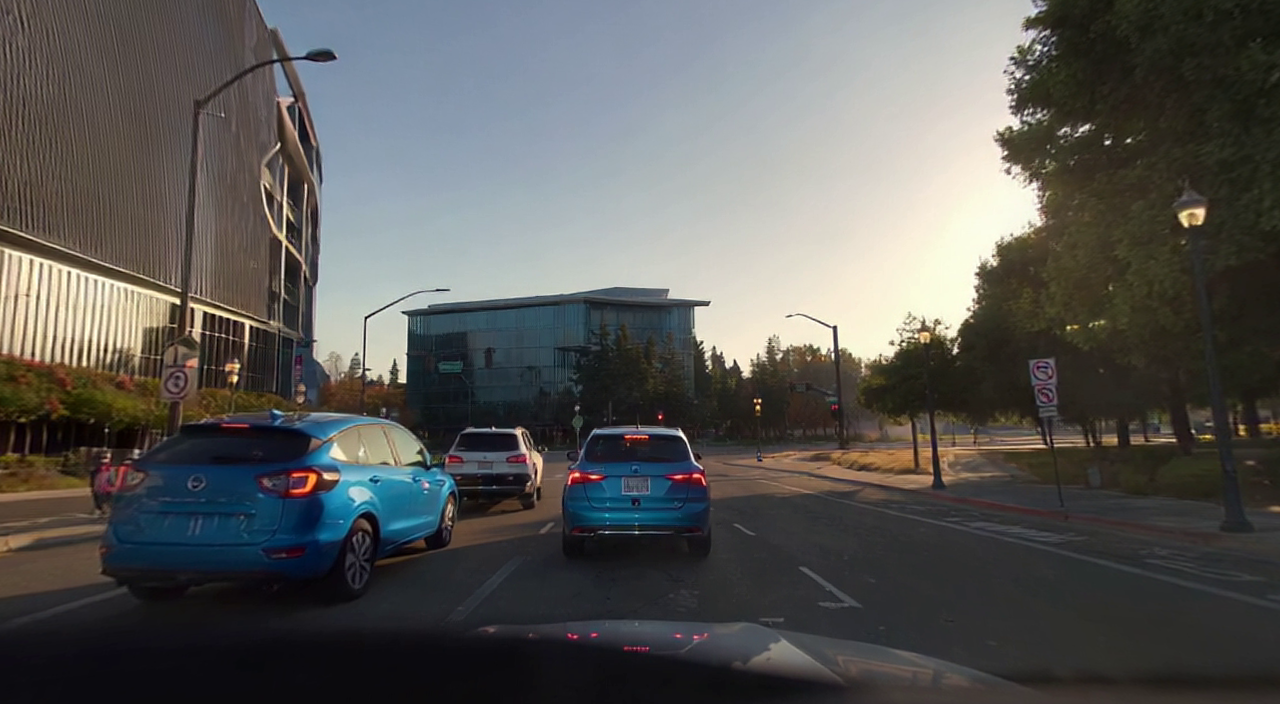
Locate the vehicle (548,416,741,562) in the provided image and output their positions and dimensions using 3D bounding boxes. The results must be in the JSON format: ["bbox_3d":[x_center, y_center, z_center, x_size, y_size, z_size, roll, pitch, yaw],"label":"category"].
[{"bbox_3d":[0.024,1.882,9.395,2.207,1.659,4.155,0,-8,-1],"label":"vehicle"}]

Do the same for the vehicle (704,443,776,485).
[{"bbox_3d":[3.753,4.267,24.465,2.082,1.445,4.426,0,-8,0],"label":"vehicle"}]

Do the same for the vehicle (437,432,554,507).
[{"bbox_3d":[-3.590,2.995,16.582,2.068,1.678,4.199,0,-8,0],"label":"vehicle"}]

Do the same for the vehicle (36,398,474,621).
[{"bbox_3d":[-3.539,1.529,7.105,2.083,1.691,4.398,0,-8,1],"label":"vehicle"}]
